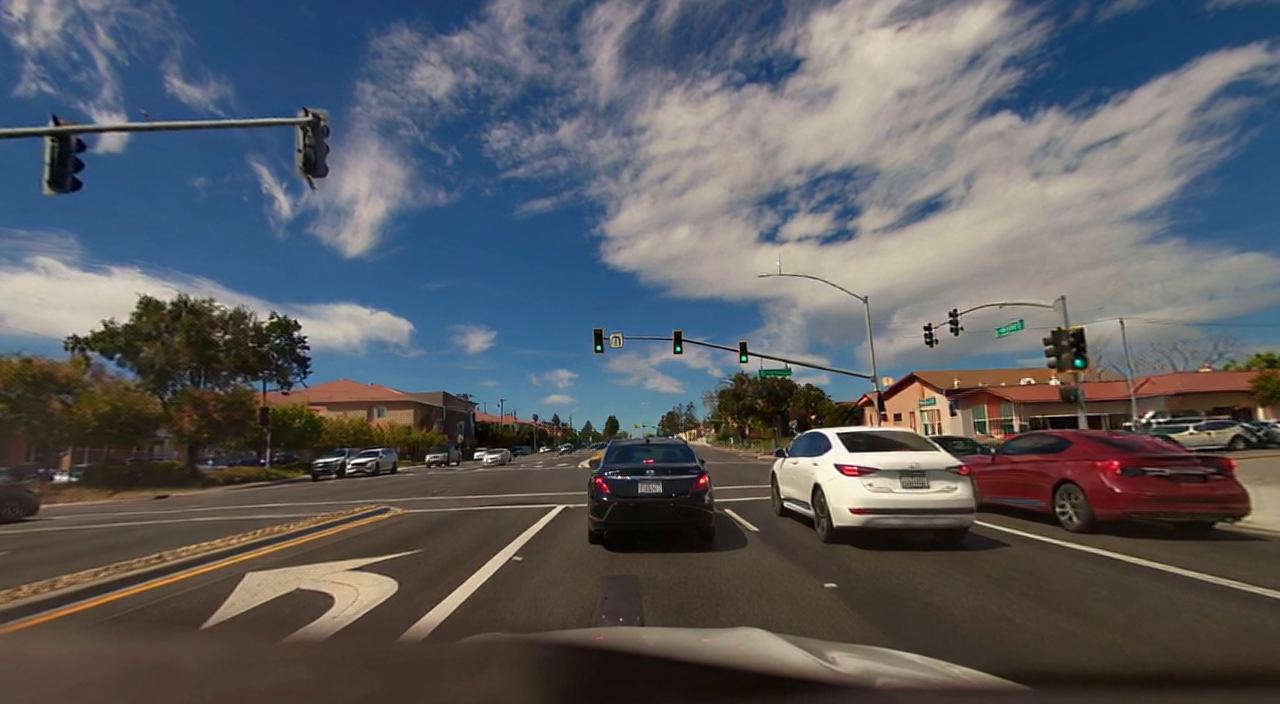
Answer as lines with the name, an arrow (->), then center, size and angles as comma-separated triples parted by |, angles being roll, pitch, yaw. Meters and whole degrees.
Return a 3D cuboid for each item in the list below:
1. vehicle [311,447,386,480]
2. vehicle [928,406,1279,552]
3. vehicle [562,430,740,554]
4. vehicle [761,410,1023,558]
vehicle -> -18.577, 7.085, 40.654 | 2.324, 1.911, 5.610 | 0, -8, -2
vehicle -> 6.457, 1.808, 9.623 | 2.009, 1.700, 4.275 | 0, -8, -1
vehicle -> 0.098, 1.986, 9.691 | 2.135, 1.468, 4.076 | 0, -8, -1
vehicle -> 3.266, 1.826, 9.459 | 1.973, 1.633, 4.717 | 0, -8, 0
